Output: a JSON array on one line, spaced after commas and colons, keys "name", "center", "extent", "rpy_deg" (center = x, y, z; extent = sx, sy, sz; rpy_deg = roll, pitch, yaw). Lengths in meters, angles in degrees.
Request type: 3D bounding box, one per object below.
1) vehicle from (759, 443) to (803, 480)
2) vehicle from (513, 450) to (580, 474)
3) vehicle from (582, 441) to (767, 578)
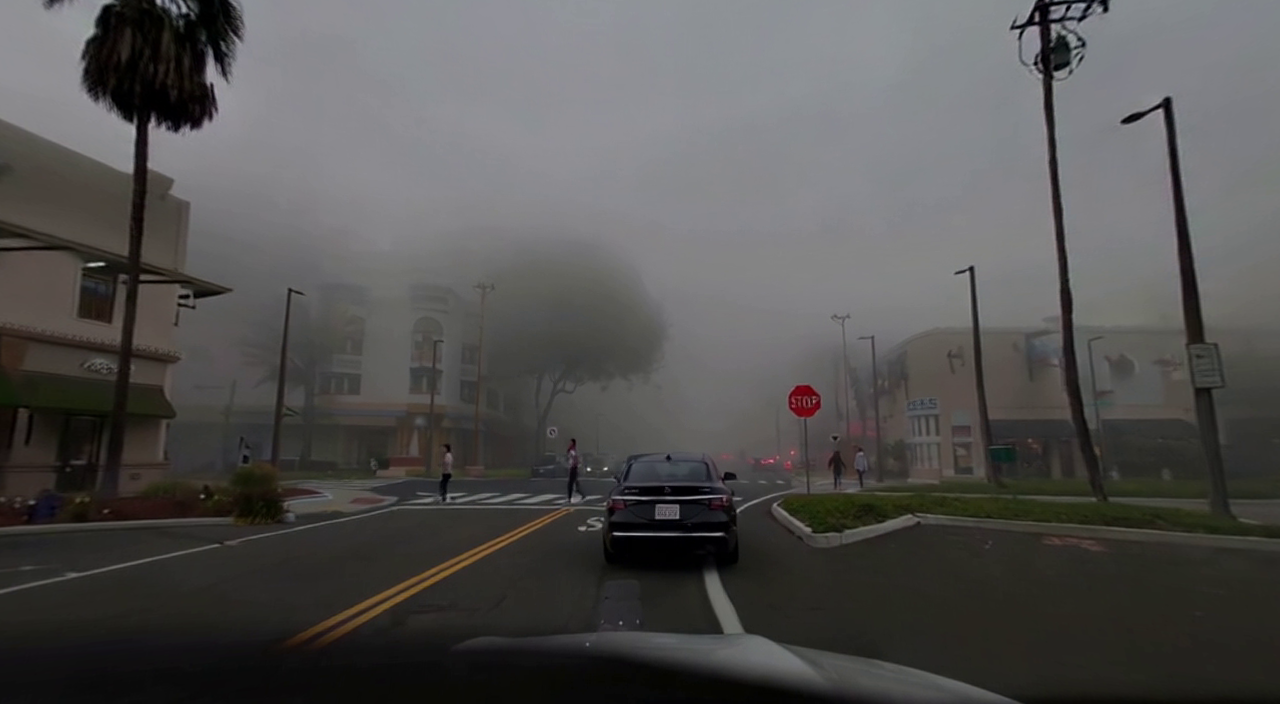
[{"name": "vehicle", "center": [9.410, 7.257, 42.174], "extent": [2.467, 2.369, 1.577], "rpy_deg": [6, -10, -35]}, {"name": "vehicle", "center": [-6.909, 8.103, 46.854], "extent": [4.529, 1.682, 1.895], "rpy_deg": [7, -11, -36]}, {"name": "vehicle", "center": [0.539, 2.045, 9.026], "extent": [2.031, 1.479, 3.969], "rpy_deg": [-1, -9, 5]}]
